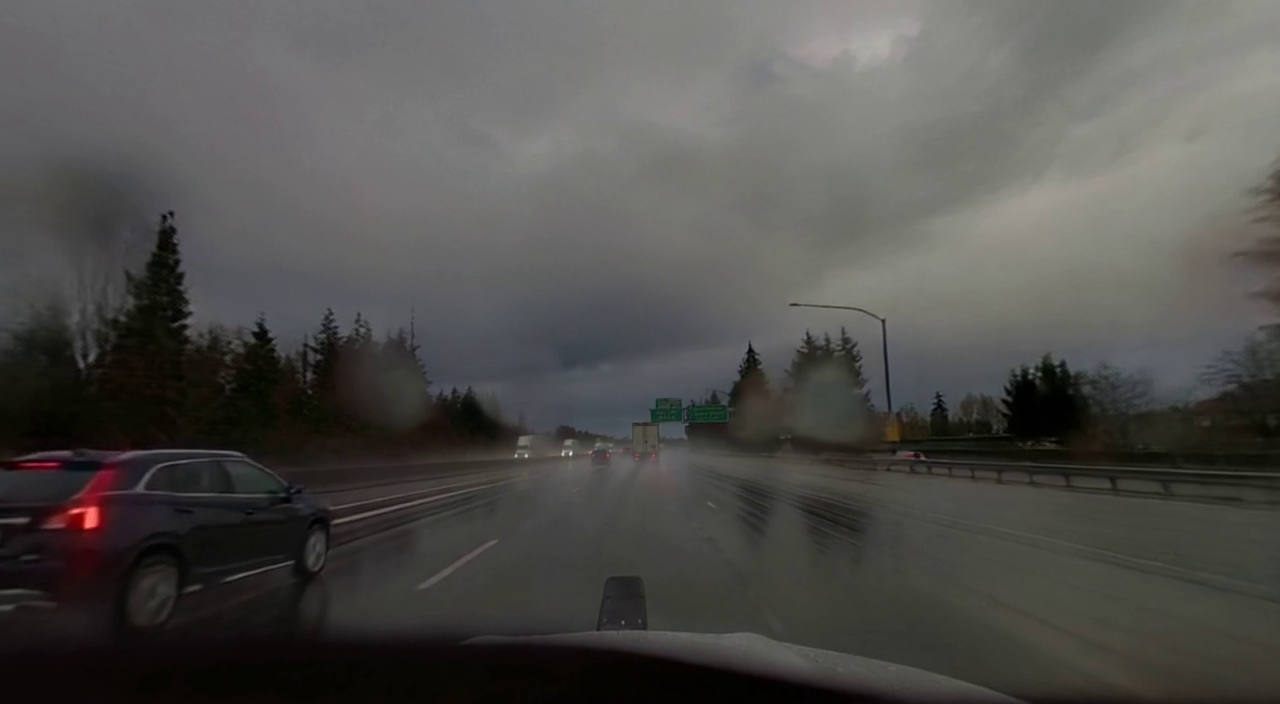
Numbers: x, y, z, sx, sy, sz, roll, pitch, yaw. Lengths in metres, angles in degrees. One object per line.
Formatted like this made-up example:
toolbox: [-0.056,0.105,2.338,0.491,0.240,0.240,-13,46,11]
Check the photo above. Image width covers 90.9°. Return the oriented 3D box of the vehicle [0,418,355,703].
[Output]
vehicle: [-4.215,1.364,5.023,1.945,1.488,4.043,0,-9,0]
